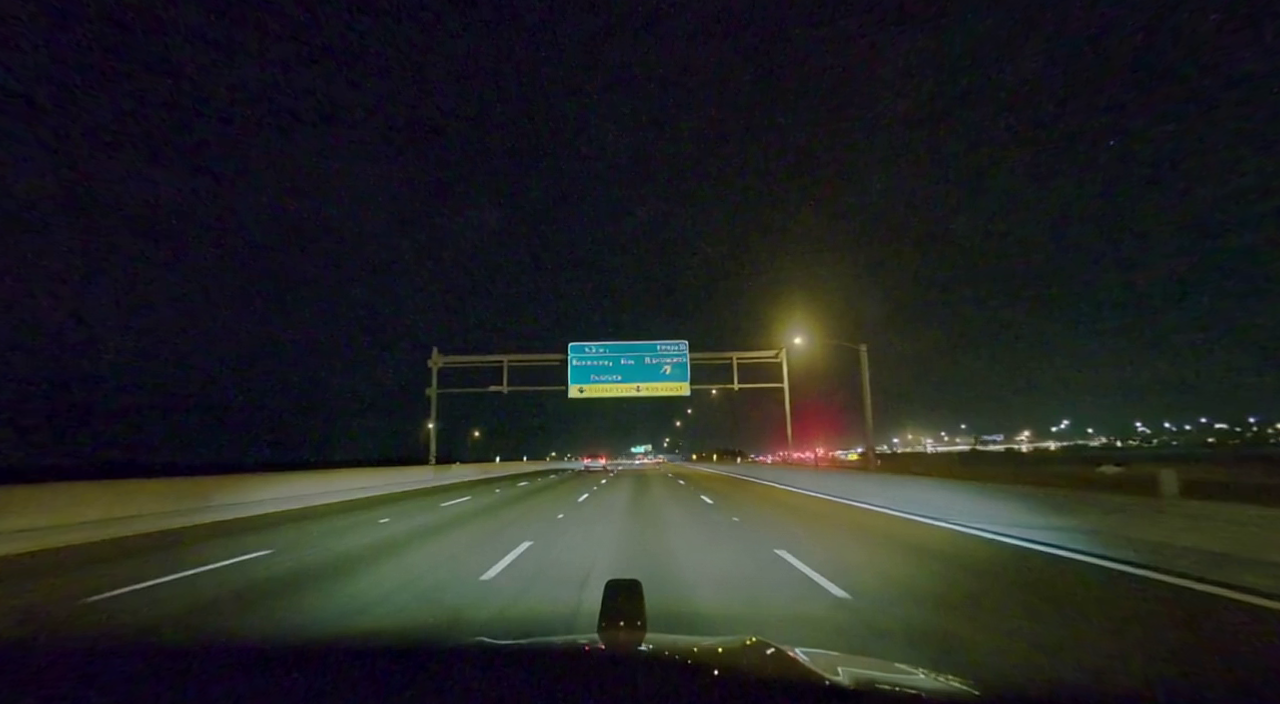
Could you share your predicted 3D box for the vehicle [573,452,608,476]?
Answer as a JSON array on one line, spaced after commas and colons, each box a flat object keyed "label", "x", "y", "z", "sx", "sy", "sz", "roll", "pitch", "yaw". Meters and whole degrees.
[{"label": "vehicle", "x": -3.320, "y": 7.612, "z": 42.888, "sx": 2.041, "sy": 1.512, "sz": 3.996, "roll": 0, "pitch": -9, "yaw": 1}]
